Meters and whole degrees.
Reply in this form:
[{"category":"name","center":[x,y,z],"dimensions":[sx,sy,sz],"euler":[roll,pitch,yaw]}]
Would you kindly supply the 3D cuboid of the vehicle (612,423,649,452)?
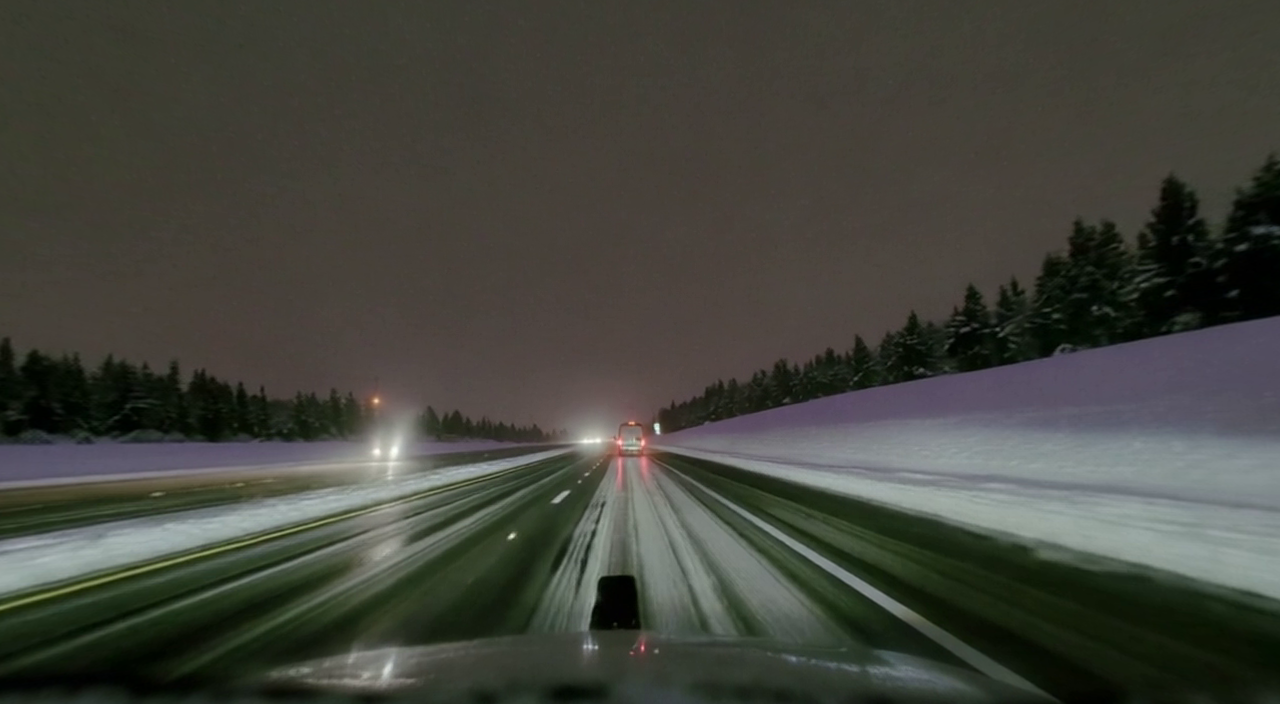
[{"category":"vehicle","center":[-0.668,5.407,39.667],"dimensions":[2.157,1.647,4.524],"euler":[0,-8,-3]}]
